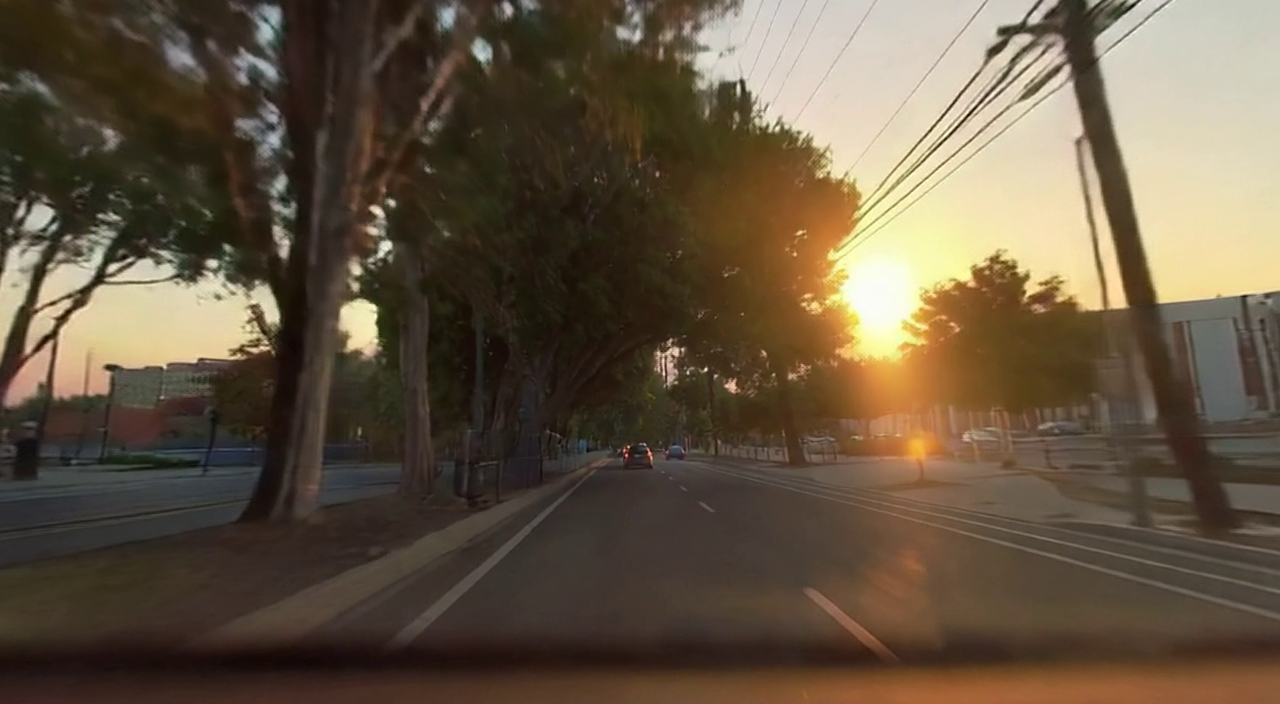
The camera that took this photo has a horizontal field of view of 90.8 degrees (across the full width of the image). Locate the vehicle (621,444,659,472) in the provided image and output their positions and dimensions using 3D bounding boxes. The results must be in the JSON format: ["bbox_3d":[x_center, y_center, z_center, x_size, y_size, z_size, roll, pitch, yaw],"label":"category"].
[{"bbox_3d":[-0.037,6.119,36.718,2.109,1.501,4.042,1,-9,-1],"label":"vehicle"}]
